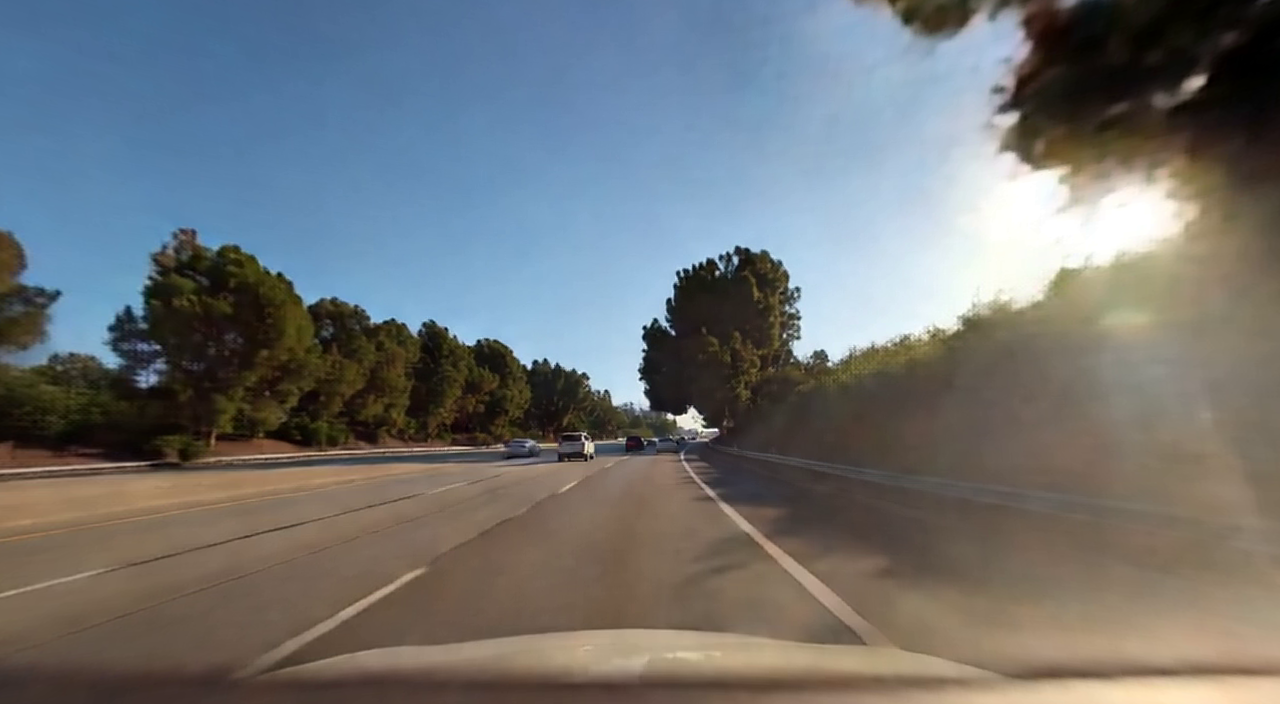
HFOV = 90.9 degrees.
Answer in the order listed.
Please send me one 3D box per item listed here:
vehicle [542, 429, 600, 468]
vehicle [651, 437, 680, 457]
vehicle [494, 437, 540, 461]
[{"bbox_3d":[-3.258,4.662,30.534,2.071,1.716,4.363,0,-8,3],"label":"vehicle"},{"bbox_3d":[1.972,7.253,48.195,2.113,1.464,4.073,0,-8,4],"label":"vehicle"},{"bbox_3d":[-7.587,6.034,39.320,1.883,1.411,4.053,0,-8,3],"label":"vehicle"}]
